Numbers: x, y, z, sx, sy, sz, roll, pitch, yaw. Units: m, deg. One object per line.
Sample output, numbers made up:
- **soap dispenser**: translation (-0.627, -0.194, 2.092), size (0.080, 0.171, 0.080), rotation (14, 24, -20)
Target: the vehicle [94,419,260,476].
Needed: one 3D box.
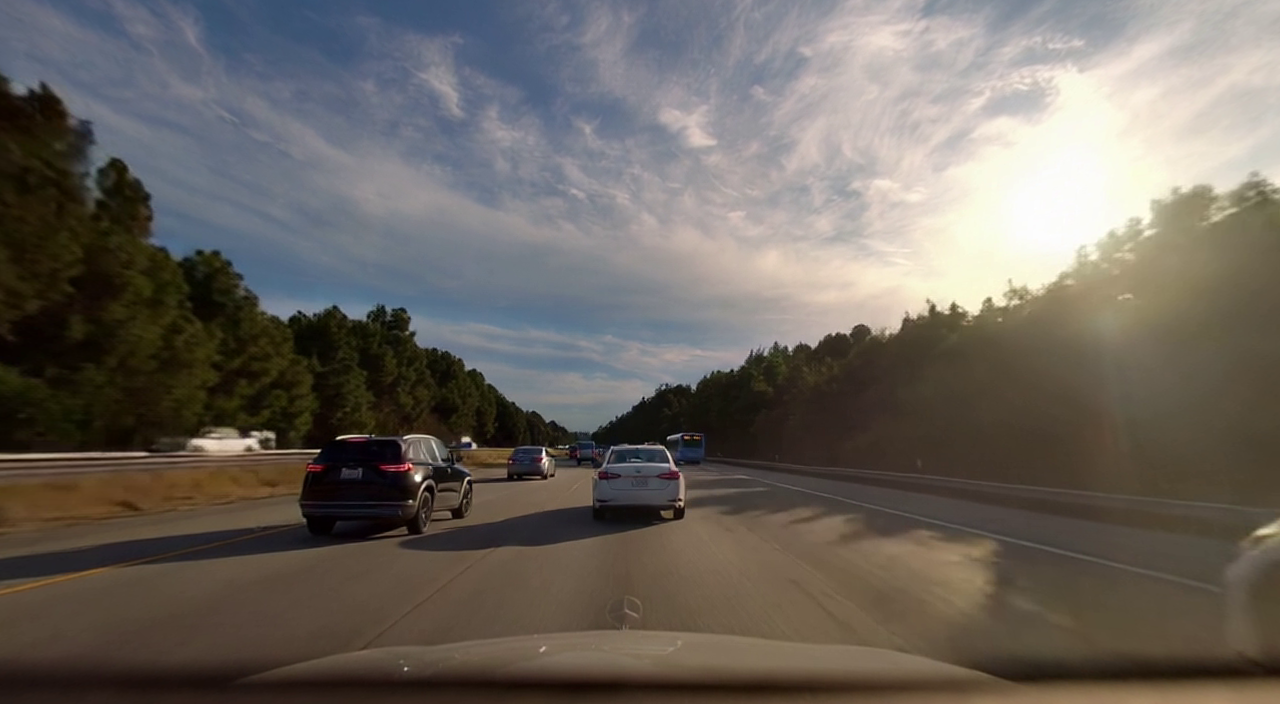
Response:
- **vehicle**: translation (-13.267, 2.794, 18.436), size (1.780, 1.470, 4.118), rotation (0, -9, -2)

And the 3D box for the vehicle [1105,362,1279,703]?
- **vehicle**: translation (3.741, 0.705, 1.474), size (1.996, 1.688, 4.207), rotation (0, -9, -1)

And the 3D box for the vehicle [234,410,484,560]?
- **vehicle**: translation (-3.756, 1.856, 9.398), size (1.830, 1.703, 4.142), rotation (0, -9, -1)

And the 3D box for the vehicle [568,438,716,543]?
- **vehicle**: translation (-0.035, 2.316, 11.177), size (2.120, 1.478, 4.179), rotation (0, -9, -2)

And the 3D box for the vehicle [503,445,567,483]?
- **vehicle**: translation (-4.427, 4.786, 27.143), size (2.122, 1.491, 3.800), rotation (0, -9, -1)
